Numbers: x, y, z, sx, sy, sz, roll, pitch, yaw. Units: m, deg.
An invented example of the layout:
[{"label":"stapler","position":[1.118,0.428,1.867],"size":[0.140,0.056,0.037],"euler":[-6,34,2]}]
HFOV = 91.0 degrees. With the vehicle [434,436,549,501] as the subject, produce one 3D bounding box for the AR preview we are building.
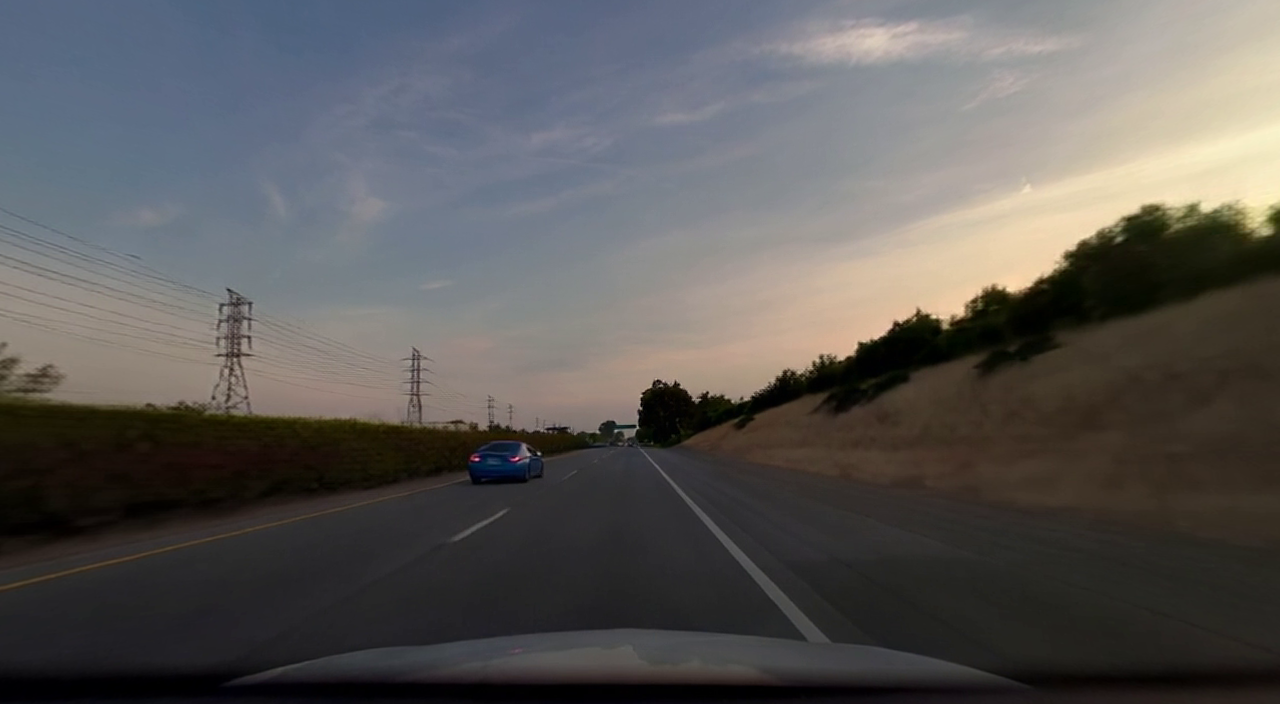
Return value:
[{"label":"vehicle","position":[-4.058,3.252,18.152],"size":[2.158,1.604,4.679],"euler":[0,-8,0]}]
